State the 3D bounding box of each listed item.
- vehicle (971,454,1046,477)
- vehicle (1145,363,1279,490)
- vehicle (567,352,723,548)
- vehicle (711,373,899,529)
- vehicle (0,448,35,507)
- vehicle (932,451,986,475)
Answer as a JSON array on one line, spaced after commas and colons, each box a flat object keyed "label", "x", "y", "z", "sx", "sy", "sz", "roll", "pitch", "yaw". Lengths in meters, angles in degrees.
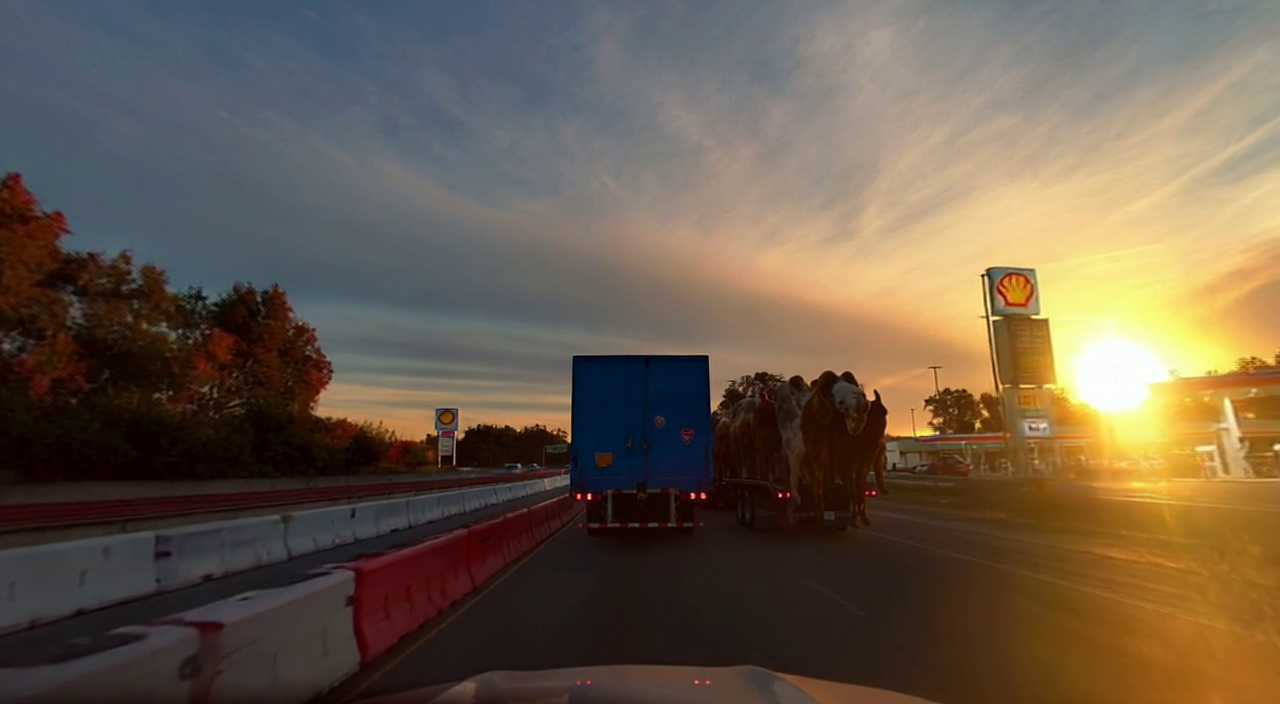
[{"label": "vehicle", "x": 24.554, "y": 7.608, "z": 42.207, "sx": 1.762, "sy": 1.470, "sz": 4.485, "roll": 3, "pitch": -11, "yaw": -10}, {"label": "vehicle", "x": 20.915, "y": 2.603, "z": 20.863, "sx": 3.045, "sy": 3.794, "sz": 6.110, "roll": 1, "pitch": -11, "yaw": 0}, {"label": "vehicle", "x": 0.043, "y": 2.429, "z": 15.111, "sx": 2.618, "sy": 3.306, "sz": 8.676, "roll": 1, "pitch": -10, "yaw": -1}, {"label": "vehicle", "x": 4.426, "y": 3.182, "z": 19.676, "sx": 2.936, "sy": 3.640, "sz": 9.443, "roll": 1, "pitch": -10, "yaw": -2}, {"label": "vehicle", "x": -49.547, "y": 9.579, "z": 48.927, "sx": 2.845, "sy": 4.081, "sz": 14.460, "roll": 11, "pitch": -14, "yaw": -44}, {"label": "vehicle", "x": 24.659, "y": 8.638, "z": 48.843, "sx": 1.919, "sy": 1.722, "sz": 4.024, "roll": 1, "pitch": -10, "yaw": -3}]
